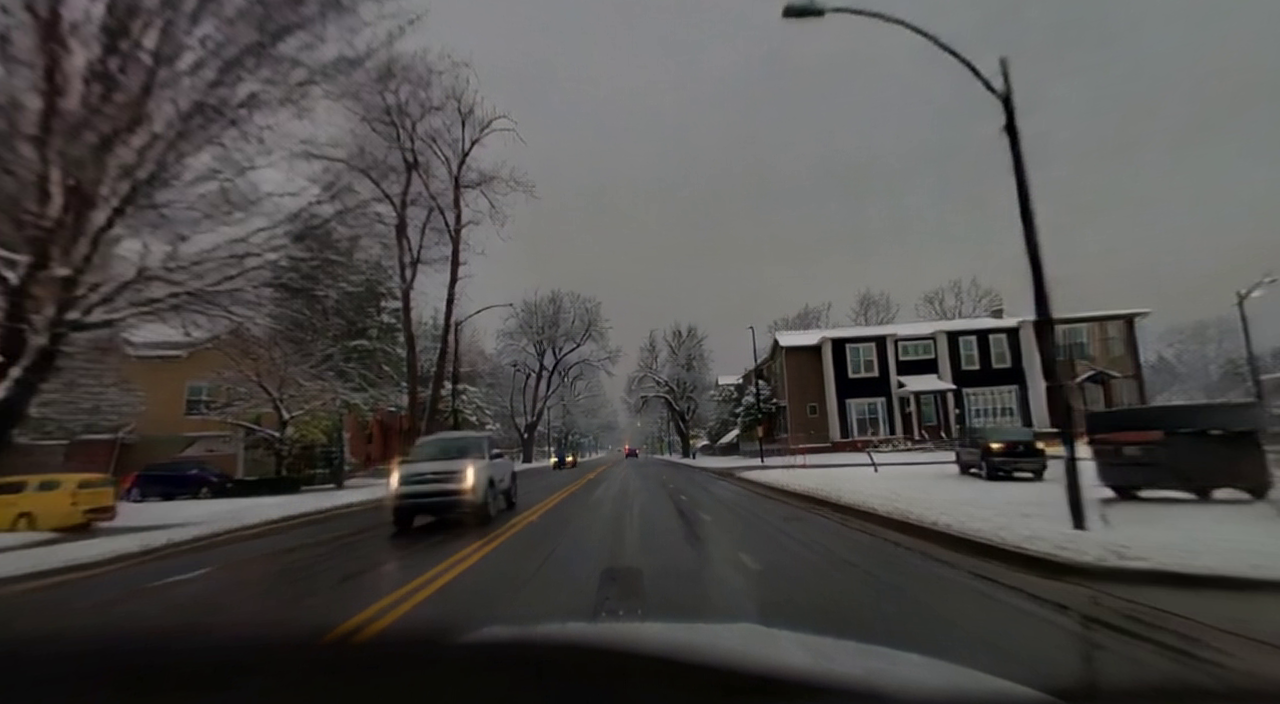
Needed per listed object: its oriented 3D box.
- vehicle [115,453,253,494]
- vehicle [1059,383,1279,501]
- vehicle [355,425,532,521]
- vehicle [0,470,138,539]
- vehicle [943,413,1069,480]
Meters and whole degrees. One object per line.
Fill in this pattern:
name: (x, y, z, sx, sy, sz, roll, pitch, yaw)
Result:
vehicle: (-22.137, 5.887, 30.799, 5.117, 1.766, 2.239, -2, -7, 3)
vehicle: (9.529, 1.669, 11.590, 2.051, 1.687, 4.858, -4, -10, 22)
vehicle: (-3.957, 2.568, 13.845, 2.356, 1.702, 4.700, -1, -9, 0)
vehicle: (-15.029, 3.594, 15.087, 4.649, 1.423, 1.850, -1, -9, 6)
vehicle: (11.954, 3.178, 21.096, 2.028, 1.935, 5.021, -2, -9, 11)
